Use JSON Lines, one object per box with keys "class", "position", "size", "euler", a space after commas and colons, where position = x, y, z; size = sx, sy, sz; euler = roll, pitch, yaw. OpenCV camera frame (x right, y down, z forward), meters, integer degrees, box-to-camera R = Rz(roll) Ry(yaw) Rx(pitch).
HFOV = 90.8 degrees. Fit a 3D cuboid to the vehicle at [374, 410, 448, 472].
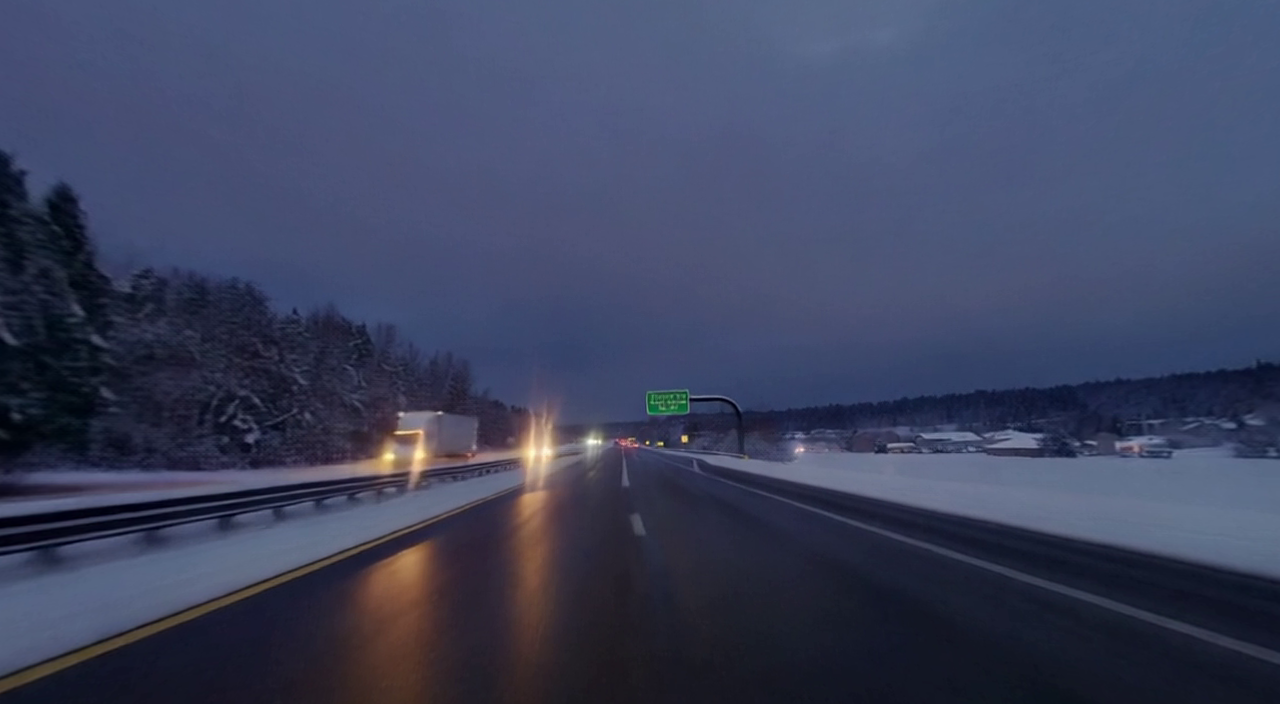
{"class": "vehicle", "position": [-15.854, 6.265, 44.232], "size": [2.968, 3.954, 5.903], "euler": [0, -9, -1]}
